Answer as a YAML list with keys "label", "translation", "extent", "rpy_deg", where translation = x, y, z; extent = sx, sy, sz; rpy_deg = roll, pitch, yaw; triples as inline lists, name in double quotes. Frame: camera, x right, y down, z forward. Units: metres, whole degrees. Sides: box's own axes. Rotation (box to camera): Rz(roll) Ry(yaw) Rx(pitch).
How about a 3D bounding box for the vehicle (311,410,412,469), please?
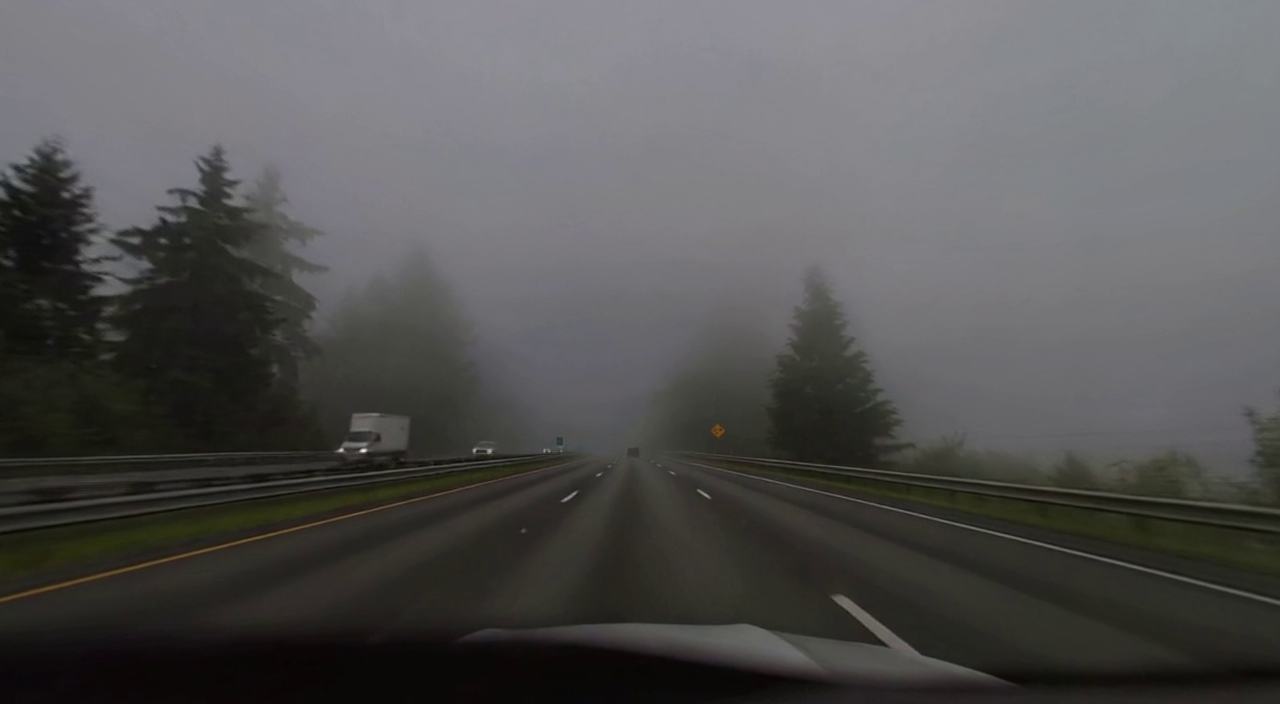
- label: "vehicle"
  translation: [-16.547, 5.361, 38.099]
  extent: [2.773, 3.188, 7.170]
  rpy_deg: [0, -9, 0]

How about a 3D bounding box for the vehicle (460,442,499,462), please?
- label: "vehicle"
  translation: [-12.527, 7.834, 49.419]
  extent: [2.041, 1.513, 4.136]
  rpy_deg: [0, -9, -1]
